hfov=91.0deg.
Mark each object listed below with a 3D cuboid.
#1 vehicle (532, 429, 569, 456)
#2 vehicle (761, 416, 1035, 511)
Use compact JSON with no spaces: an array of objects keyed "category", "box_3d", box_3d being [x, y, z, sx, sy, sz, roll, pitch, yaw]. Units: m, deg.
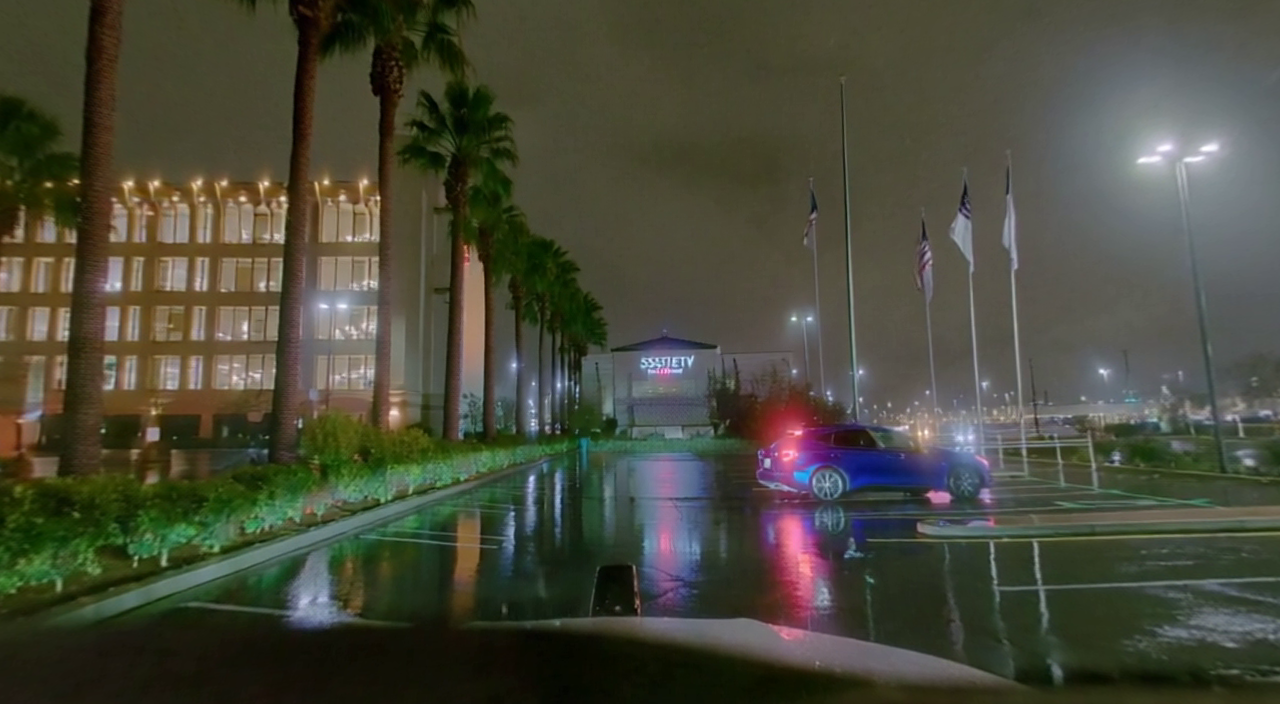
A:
[{"category":"vehicle","box_3d":[-6.498,6.685,46.217,1.943,1.890,4.472,0,-9,2]},{"category":"vehicle","box_3d":[4.893,2.181,12.503,4.567,1.723,1.926,0,-8,0]}]
